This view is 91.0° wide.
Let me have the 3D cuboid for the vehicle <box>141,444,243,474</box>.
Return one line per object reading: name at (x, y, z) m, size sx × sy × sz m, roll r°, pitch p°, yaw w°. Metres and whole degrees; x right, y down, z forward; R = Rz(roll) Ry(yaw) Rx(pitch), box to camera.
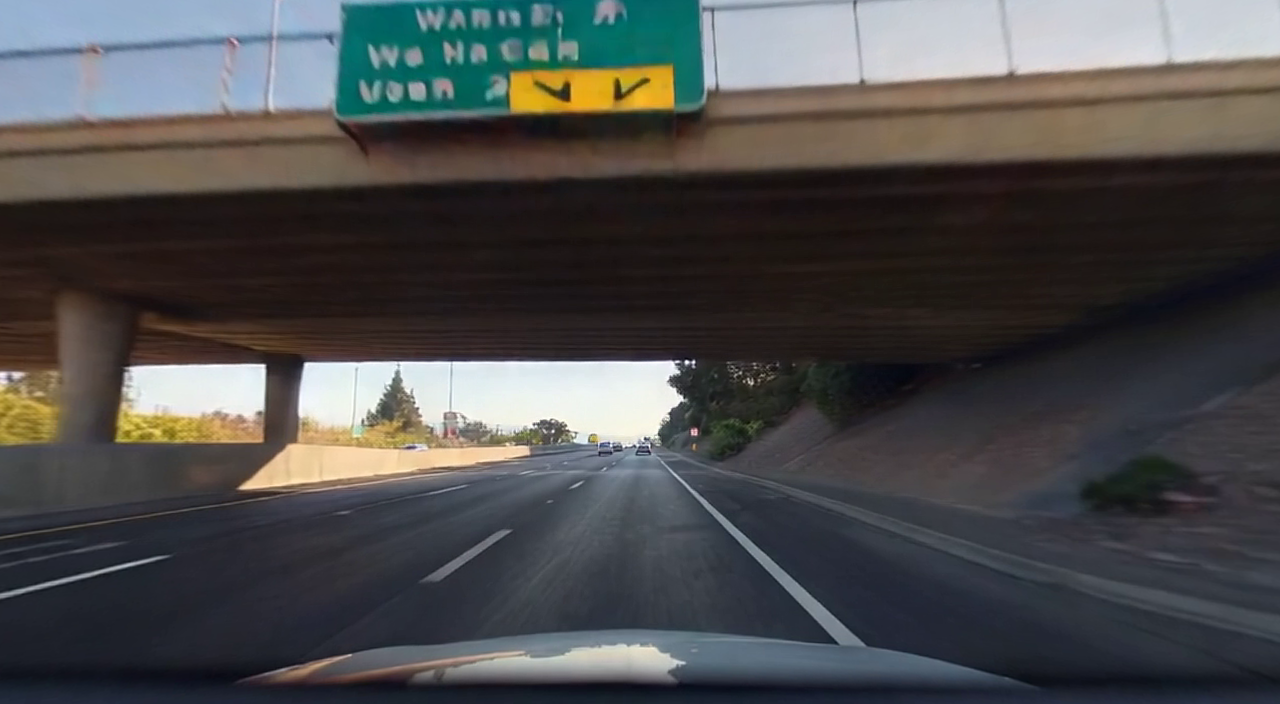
vehicle at (-32.359, 7.731, 45.849) m, size 2.455 × 2.029 × 6.614 m, roll 0°, pitch -9°, yaw 2°
